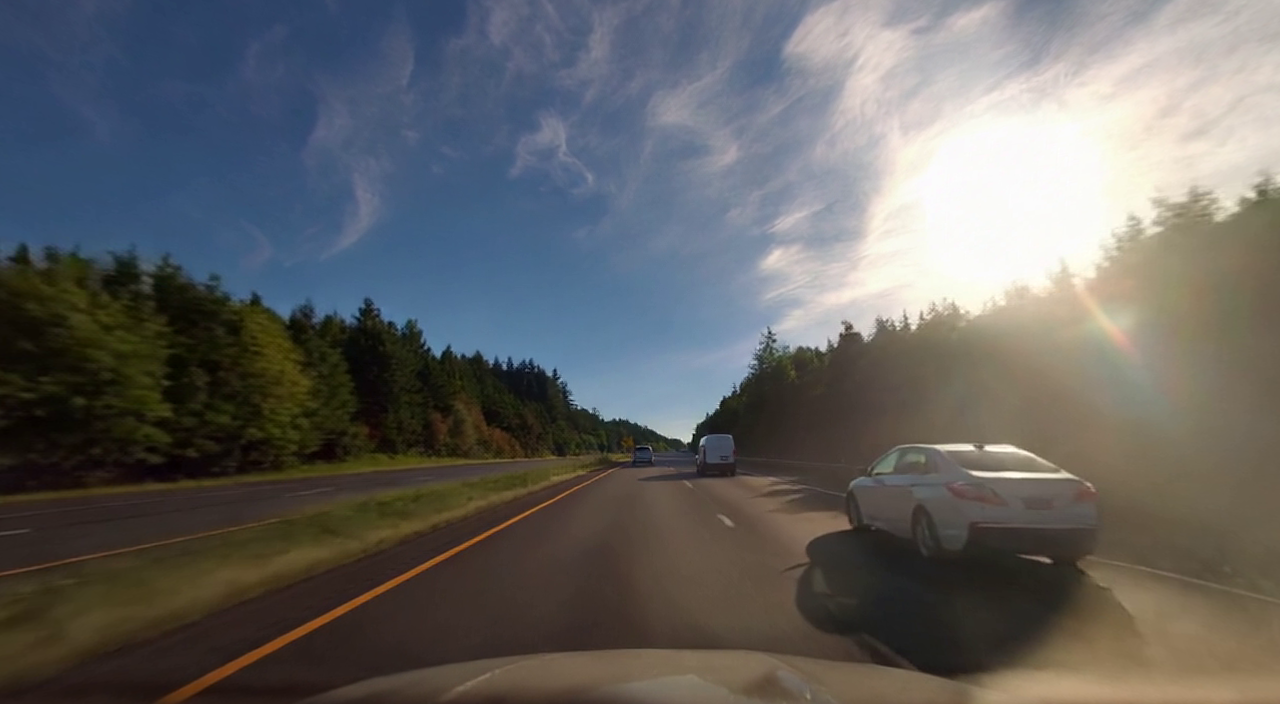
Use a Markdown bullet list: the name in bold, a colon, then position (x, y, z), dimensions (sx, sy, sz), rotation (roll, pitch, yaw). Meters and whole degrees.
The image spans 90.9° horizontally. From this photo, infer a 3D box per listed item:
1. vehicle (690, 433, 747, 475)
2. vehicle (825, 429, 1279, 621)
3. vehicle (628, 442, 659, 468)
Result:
- **vehicle**: position (4.120, 5.490, 34.071), dimensions (2.371, 2.045, 4.768), rotation (0, -9, -1)
- **vehicle**: position (3.897, 1.687, 7.276), dimensions (2.043, 1.431, 4.922), rotation (0, -9, 0)
- **vehicle**: position (0.259, 7.182, 44.091), dimensions (2.087, 1.707, 4.316), rotation (0, -9, 1)
